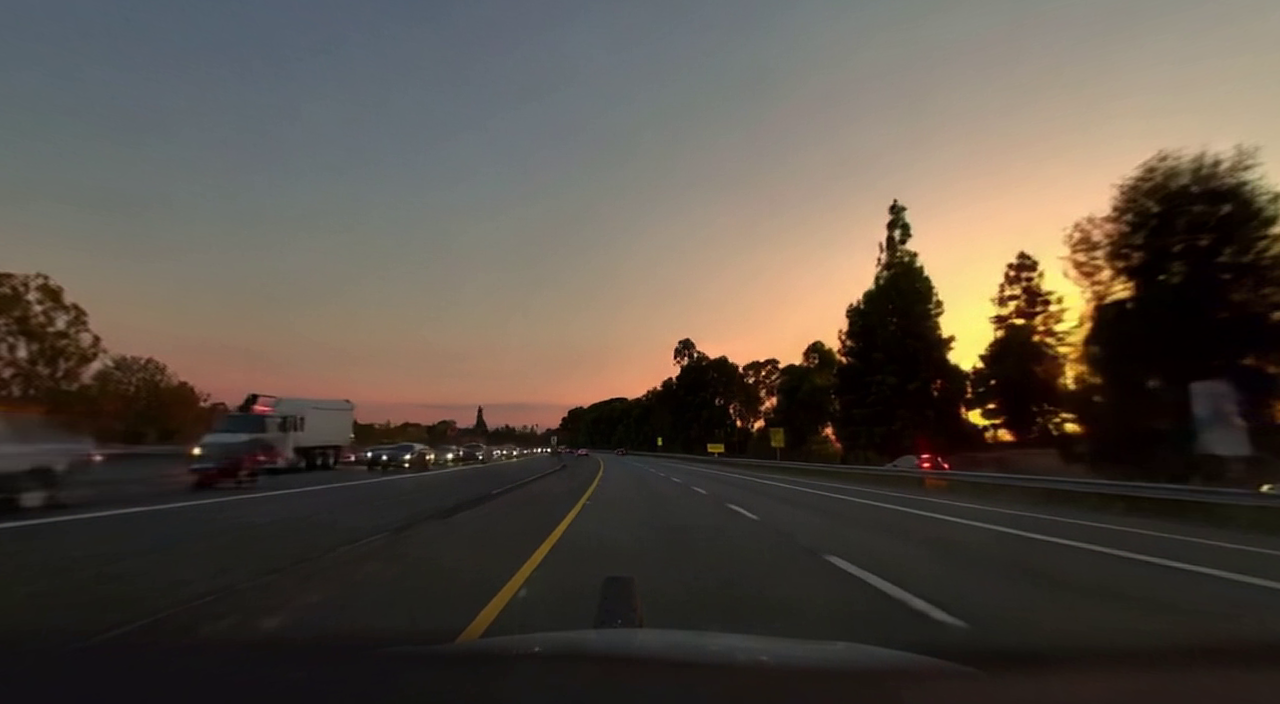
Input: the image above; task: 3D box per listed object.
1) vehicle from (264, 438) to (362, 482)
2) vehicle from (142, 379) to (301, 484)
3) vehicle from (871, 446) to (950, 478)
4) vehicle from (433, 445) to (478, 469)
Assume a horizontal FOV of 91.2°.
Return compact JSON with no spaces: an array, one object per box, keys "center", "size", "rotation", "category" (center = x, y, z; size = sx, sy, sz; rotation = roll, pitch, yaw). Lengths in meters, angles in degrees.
[{"center":[-13.079,4.341,25.349],"size":[1.865,1.583,4.097],"rotation":[0,-9,-3],"category":"vehicle"},{"center":[-18.538,3.683,28.417],"size":[3.030,4.192,6.164],"rotation":[1,-9,-4],"category":"vehicle"},{"center":[16.171,6.579,37.763],"size":[2.020,1.738,4.549],"rotation":[1,-9,-11],"category":"vehicle"},{"center":[-12.757,7.273,43.566],"size":[1.881,1.515,4.661],"rotation":[0,-9,-3],"category":"vehicle"}]
